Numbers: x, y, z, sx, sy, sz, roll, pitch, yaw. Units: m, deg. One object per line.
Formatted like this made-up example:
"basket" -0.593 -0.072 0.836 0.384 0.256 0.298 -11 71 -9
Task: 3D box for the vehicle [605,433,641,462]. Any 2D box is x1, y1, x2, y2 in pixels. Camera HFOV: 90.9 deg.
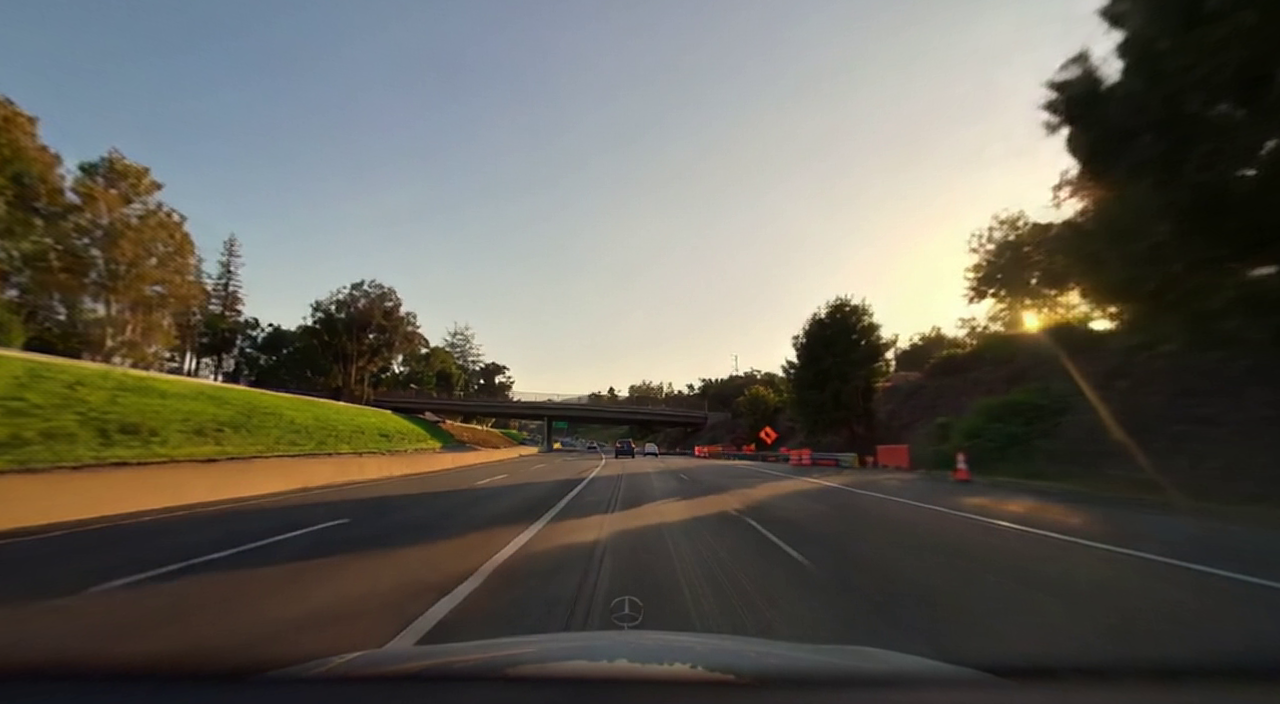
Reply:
"vehicle" -1.231 6.470 42.995 2.328 1.805 4.502 0 -8 -3
